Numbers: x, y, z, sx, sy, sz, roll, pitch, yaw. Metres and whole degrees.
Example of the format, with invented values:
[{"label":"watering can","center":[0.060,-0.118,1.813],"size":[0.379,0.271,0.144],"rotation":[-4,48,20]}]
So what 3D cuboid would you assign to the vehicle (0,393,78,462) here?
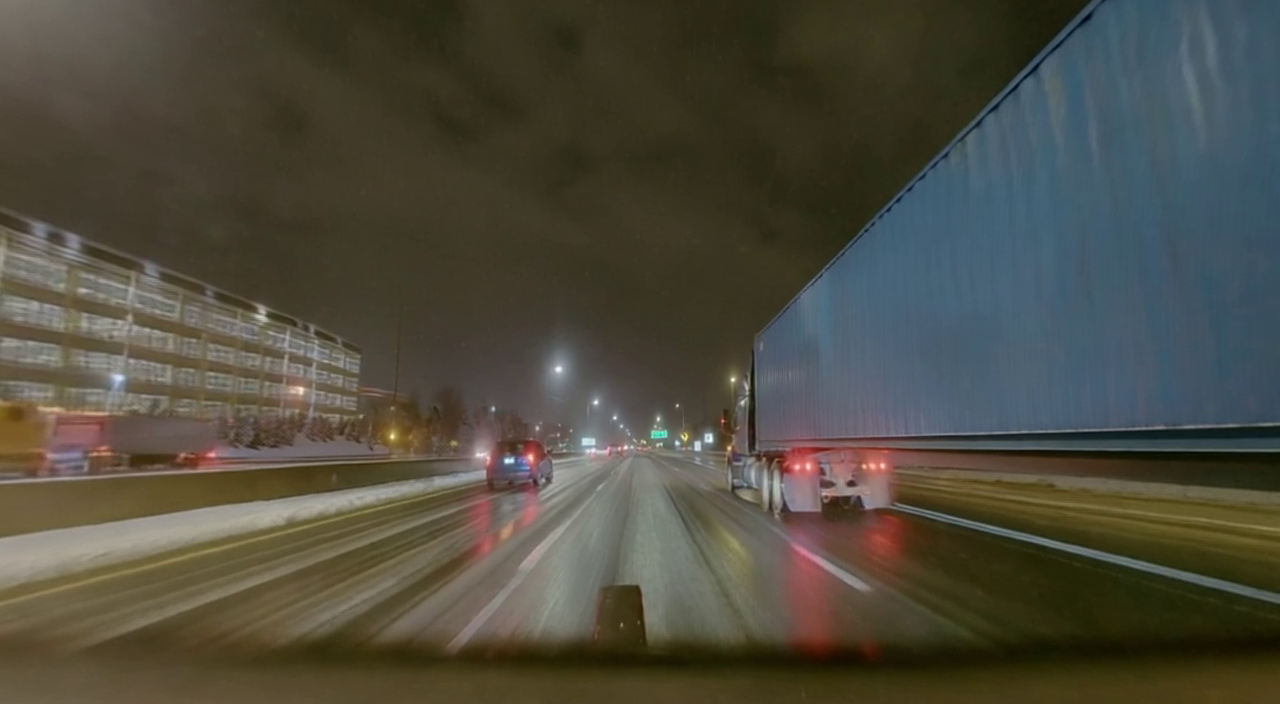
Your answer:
[{"label":"vehicle","center":[-37.096,4.405,36.717],"size":[2.893,3.791,5.708],"rotation":[2,-9,1]}]

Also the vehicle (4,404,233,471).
[{"label":"vehicle","center":[-37.034,6.459,46.542],"size":[2.880,4.012,16.365],"rotation":[0,-9,1]}]

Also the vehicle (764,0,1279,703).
[{"label":"vehicle","center":[4.031,0.232,6.618],"size":[2.893,3.992,13.605],"rotation":[0,-9,1]}]

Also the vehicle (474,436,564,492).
[{"label":"vehicle","center":[-3.582,3.404,19.416],"size":[1.954,1.528,4.010],"rotation":[0,-9,0]}]
